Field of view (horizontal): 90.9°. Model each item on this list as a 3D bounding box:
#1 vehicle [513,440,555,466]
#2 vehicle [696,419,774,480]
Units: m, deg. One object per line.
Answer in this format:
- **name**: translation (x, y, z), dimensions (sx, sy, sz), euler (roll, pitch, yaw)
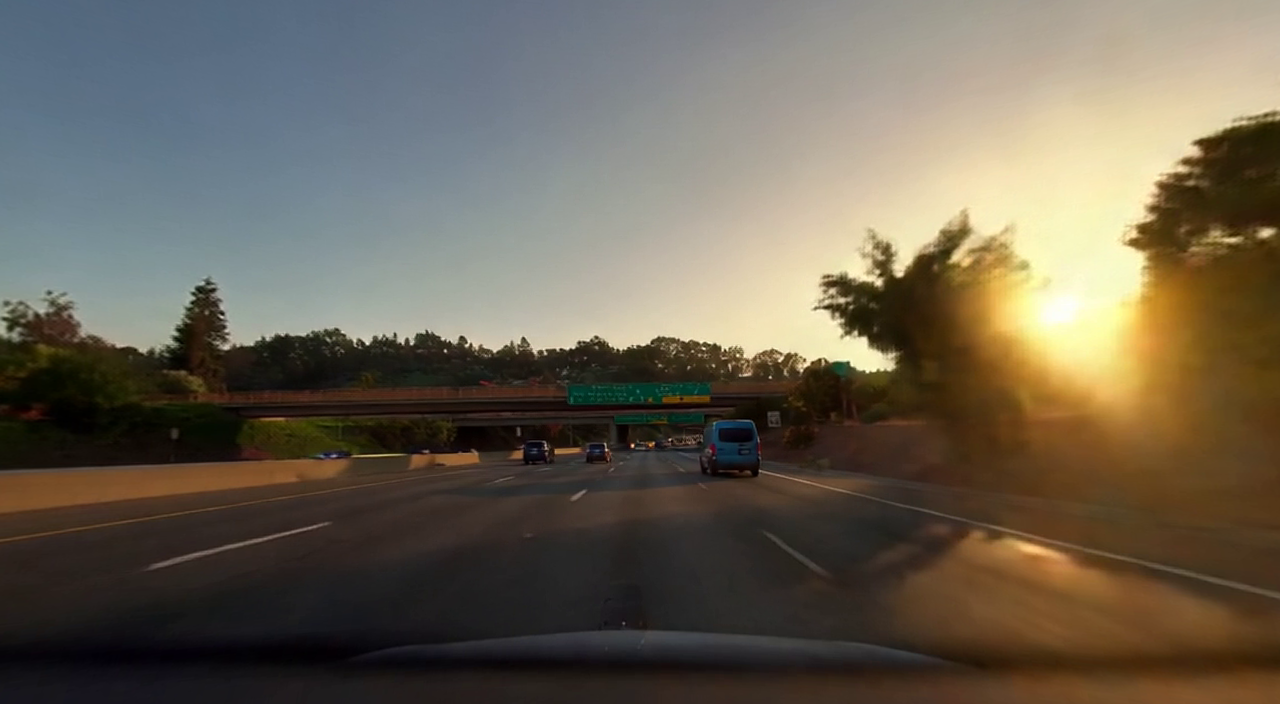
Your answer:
- **vehicle**: translation (-7.313, 7.006, 43.924), dimensions (2.068, 1.632, 4.623), euler (-1, -8, 1)
- **vehicle**: translation (3.803, 4.059, 26.397), dimensions (2.347, 2.234, 5.352), euler (0, -8, -1)
